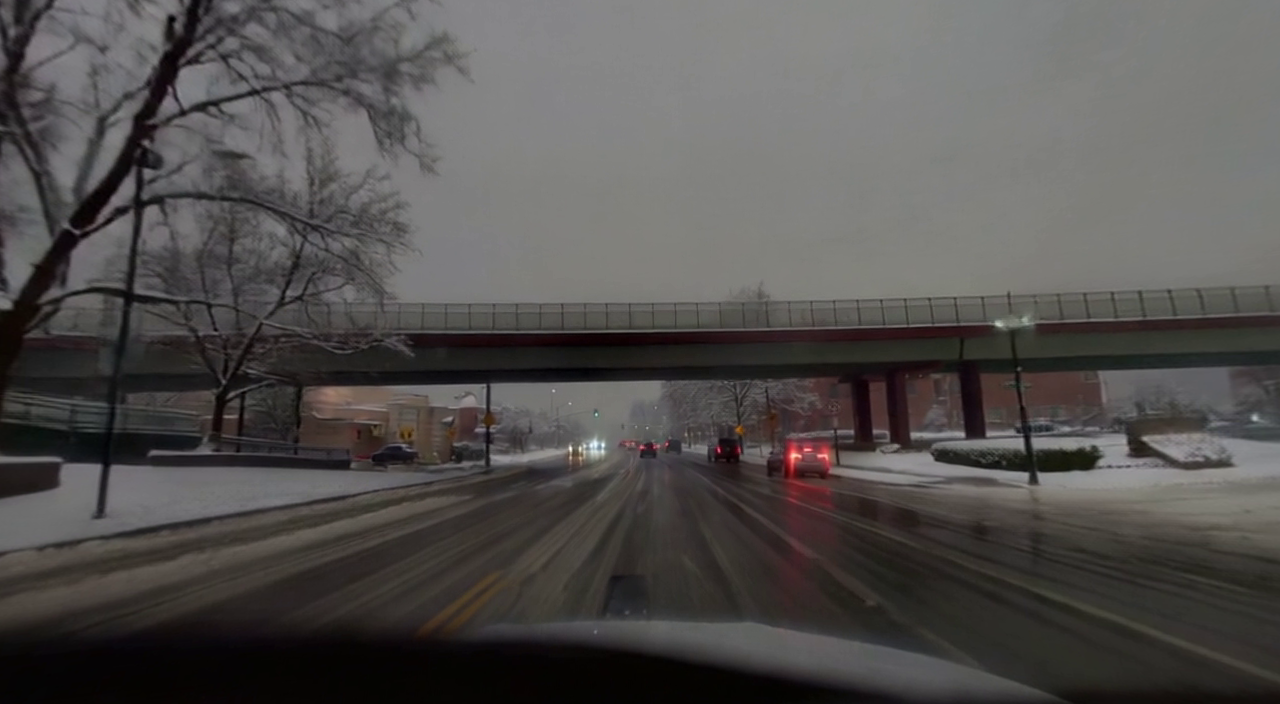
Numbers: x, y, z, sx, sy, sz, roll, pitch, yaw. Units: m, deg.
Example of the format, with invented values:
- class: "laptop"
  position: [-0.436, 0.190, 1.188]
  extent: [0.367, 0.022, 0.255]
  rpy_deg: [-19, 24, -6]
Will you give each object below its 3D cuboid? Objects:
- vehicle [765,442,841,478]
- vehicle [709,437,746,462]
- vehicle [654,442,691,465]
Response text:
- class: "vehicle"
  position: [7.043, 4.690, 27.720]
  extent: [2.035, 1.435, 4.481]
  rpy_deg: [0, -9, -1]
- class: "vehicle"
  position: [6.874, 7.709, 49.911]
  extent: [2.154, 1.915, 4.908]
  rpy_deg: [0, -9, -1]
- class: "vehicle"
  position: [2.111, 6.757, 42.003]
  extent: [2.280, 1.475, 4.051]
  rpy_deg: [0, -9, 0]
